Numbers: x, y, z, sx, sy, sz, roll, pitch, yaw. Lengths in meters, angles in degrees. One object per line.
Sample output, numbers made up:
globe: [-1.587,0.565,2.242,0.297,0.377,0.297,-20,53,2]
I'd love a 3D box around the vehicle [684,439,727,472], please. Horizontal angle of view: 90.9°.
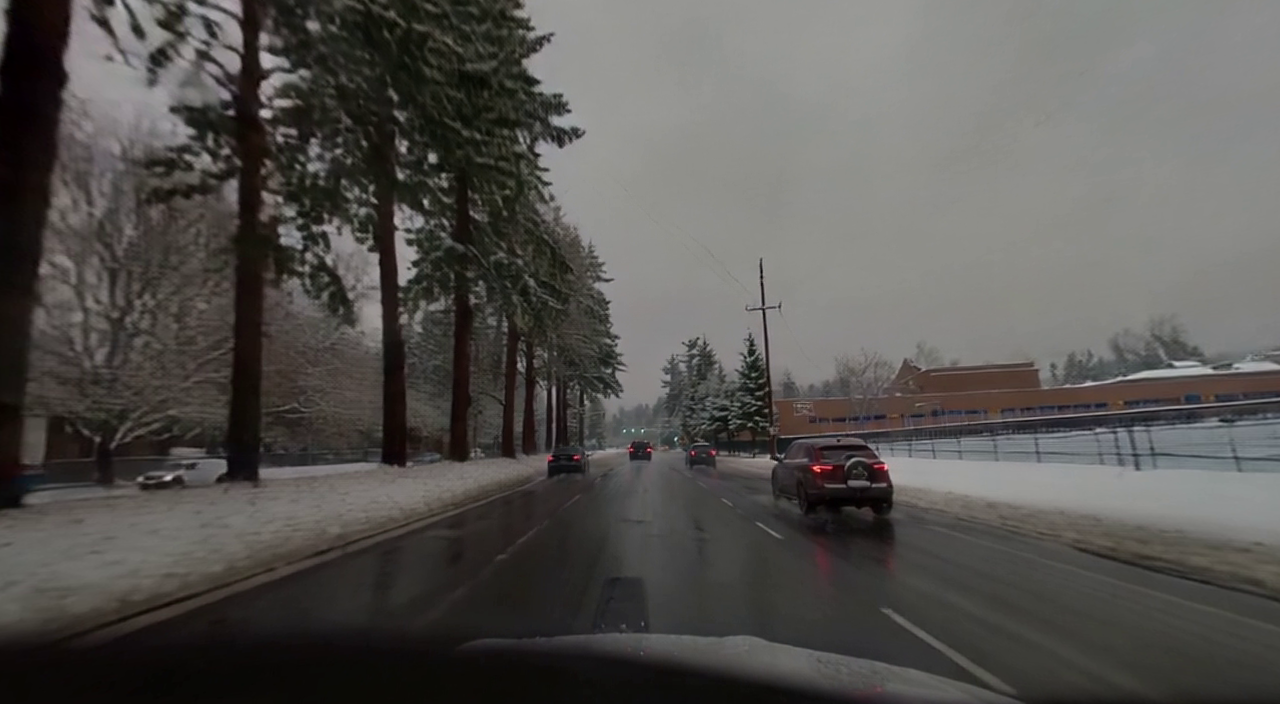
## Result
vehicle: [3.645,5.862,35.859,1.980,1.709,4.367,0,-8,0]

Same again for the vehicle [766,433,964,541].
vehicle: [3.623,2.234,11.119,1.919,1.502,4.232,0,-8,0]

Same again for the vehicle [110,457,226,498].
vehicle: [-22.565,5.961,30.399,1.976,1.697,4.738,0,-8,-1]

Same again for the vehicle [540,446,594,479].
vehicle: [-3.285,5.038,29.038,2.013,1.354,3.908,0,-8,0]
